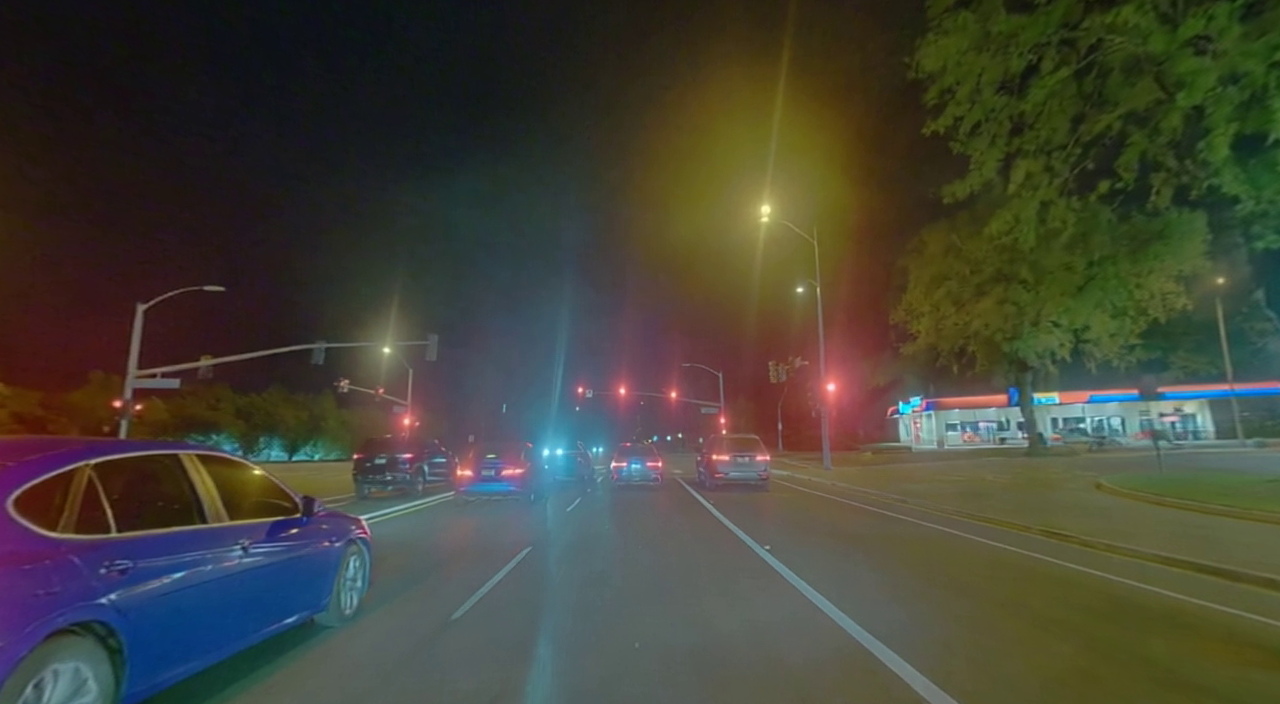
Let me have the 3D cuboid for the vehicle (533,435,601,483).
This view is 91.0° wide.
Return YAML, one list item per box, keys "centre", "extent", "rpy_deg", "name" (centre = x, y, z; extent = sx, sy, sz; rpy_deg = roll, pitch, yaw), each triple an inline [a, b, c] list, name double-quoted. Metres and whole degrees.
- centre: [-2.770, 4.184, 24.841]
  extent: [2.072, 1.694, 4.070]
  rpy_deg: [0, -9, 2]
  name: "vehicle"

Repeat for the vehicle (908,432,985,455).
- centre: [23.386, 7.000, 48.125]
  extent: [4.781, 1.700, 1.986]
  rpy_deg: [0, -9, 1]
  name: "vehicle"

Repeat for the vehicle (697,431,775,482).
- centre: [3.404, 3.844, 23.326]
  extent: [2.076, 1.691, 4.402]
  rpy_deg: [0, -9, -2]
  name: "vehicle"

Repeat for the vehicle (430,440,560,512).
- centre: [-3.302, 2.922, 15.310]
  extent: [2.014, 1.472, 4.357]
  rpy_deg: [0, -9, 2]
  name: "vehicle"

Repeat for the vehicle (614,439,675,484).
- centre: [0.182, 4.017, 23.318]
  extent: [2.032, 1.499, 3.994]
  rpy_deg: [0, -9, 1]
  name: "vehicle"

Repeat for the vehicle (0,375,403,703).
- centre: [-3.108, 0.942, 2.621]
  extent: [2.249, 1.517, 4.951]
  rpy_deg: [0, -9, 1]
  name: "vehicle"
